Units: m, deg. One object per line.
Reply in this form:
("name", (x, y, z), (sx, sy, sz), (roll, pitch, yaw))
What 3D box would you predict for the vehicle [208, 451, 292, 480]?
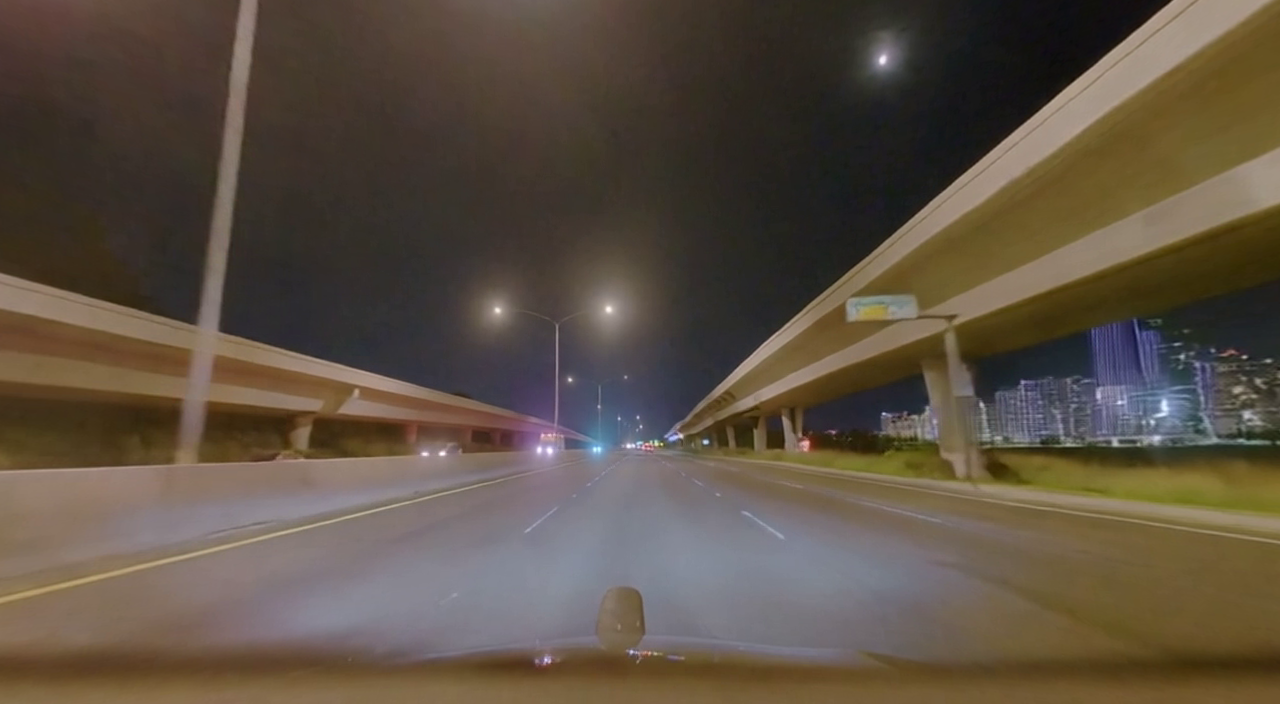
("vehicle", (-20.916, 6.091, 34.111), (2.085, 1.461, 3.811), (0, -9, 0))
